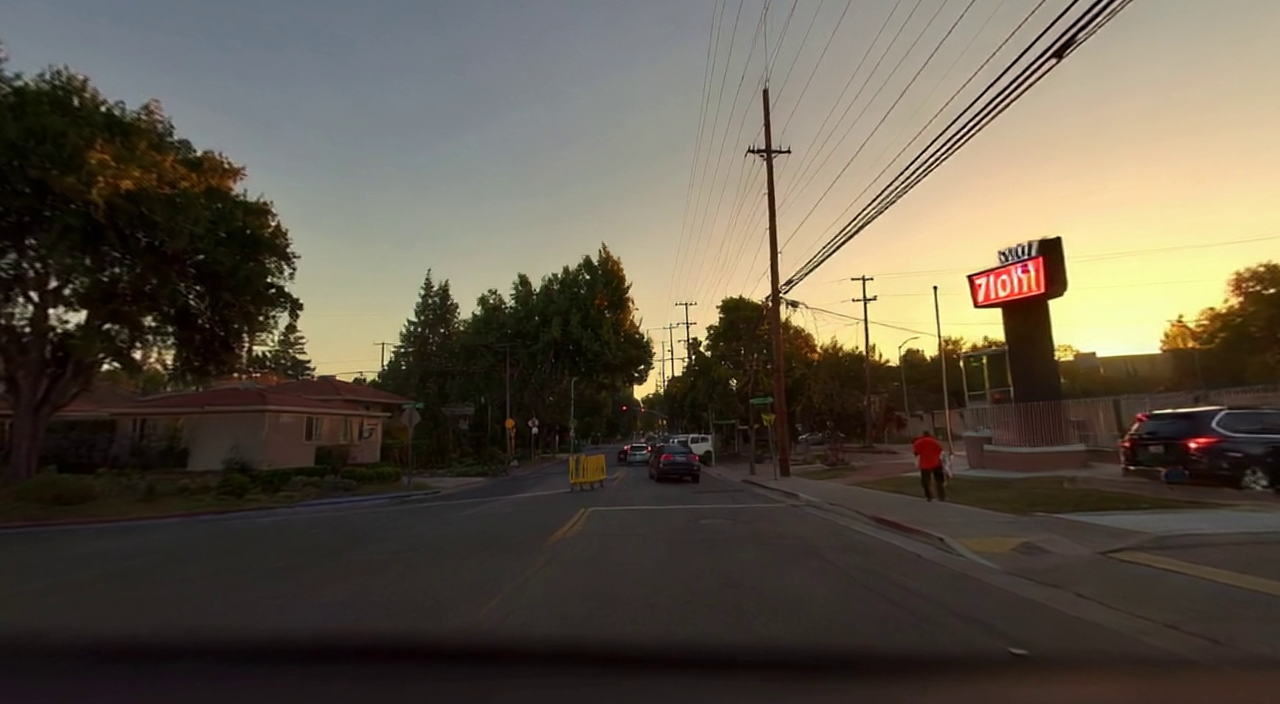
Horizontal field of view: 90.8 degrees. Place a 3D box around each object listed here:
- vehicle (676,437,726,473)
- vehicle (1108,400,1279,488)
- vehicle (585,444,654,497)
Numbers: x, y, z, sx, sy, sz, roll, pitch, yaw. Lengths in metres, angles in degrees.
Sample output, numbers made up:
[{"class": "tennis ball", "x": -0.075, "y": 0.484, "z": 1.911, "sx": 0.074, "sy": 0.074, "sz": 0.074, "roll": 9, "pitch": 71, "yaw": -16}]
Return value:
[{"class": "vehicle", "x": 3.514, "y": 5.808, "z": 35.943, "sx": 2.553, "sy": 1.868, "sz": 5.536, "roll": -1, "pitch": -9, "yaw": 6}, {"class": "vehicle", "x": 13.357, "y": 1.996, "z": 13.814, "sx": 4.518, "sy": 1.764, "sz": 2.014, "roll": -1, "pitch": -8, "yaw": 3}, {"class": "vehicle", "x": -0.606, "y": 3.536, "z": 19.298, "sx": 1.874, "sy": 1.427, "sz": 3.976, "roll": 0, "pitch": -8, "yaw": -2}]
